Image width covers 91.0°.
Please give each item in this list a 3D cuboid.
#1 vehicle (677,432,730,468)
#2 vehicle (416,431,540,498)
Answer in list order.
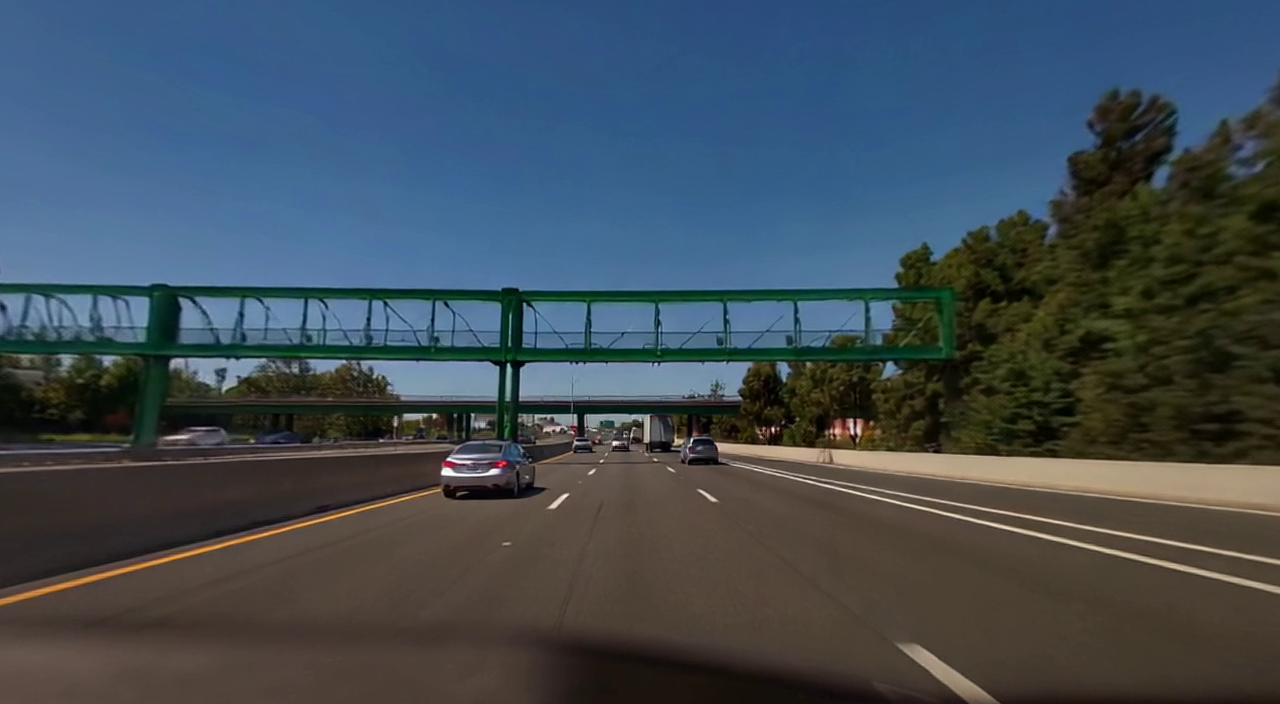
[{"bbox_3d":[3.058,4.815,31.145,2.001,1.625,4.088,0,-8,-2],"label":"vehicle"},{"bbox_3d":[-3.992,2.846,16.367,2.064,1.479,4.370,-1,-8,0],"label":"vehicle"}]
